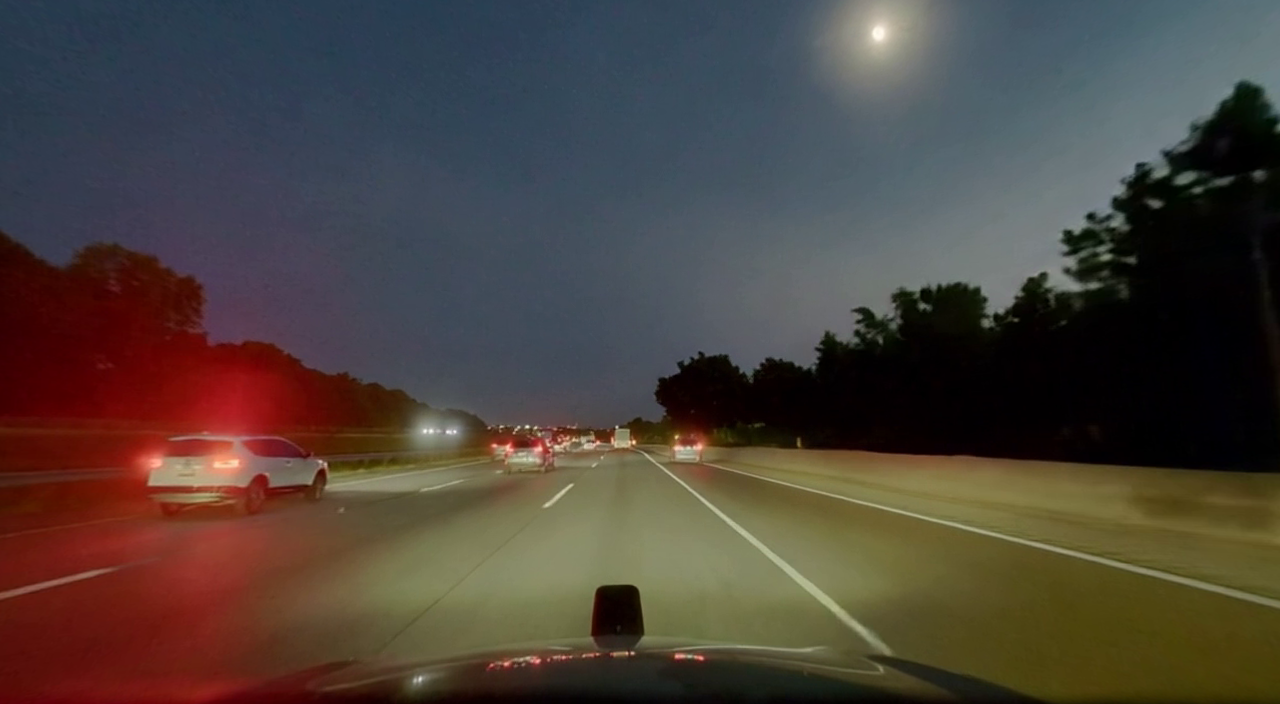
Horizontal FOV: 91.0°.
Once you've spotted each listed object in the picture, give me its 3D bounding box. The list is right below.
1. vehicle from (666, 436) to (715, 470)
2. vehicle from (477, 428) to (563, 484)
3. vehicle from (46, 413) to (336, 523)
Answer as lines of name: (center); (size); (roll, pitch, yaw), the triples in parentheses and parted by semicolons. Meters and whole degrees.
vehicle: (2.569, 5.299, 33.128); (2.053, 1.698, 4.097); (0, -9, -3)
vehicle: (-3.895, 3.453, 21.161); (2.002, 1.680, 4.301); (0, -9, 0)
vehicle: (-8.176, 2.167, 12.256); (2.237, 1.703, 4.681); (0, -9, -1)
